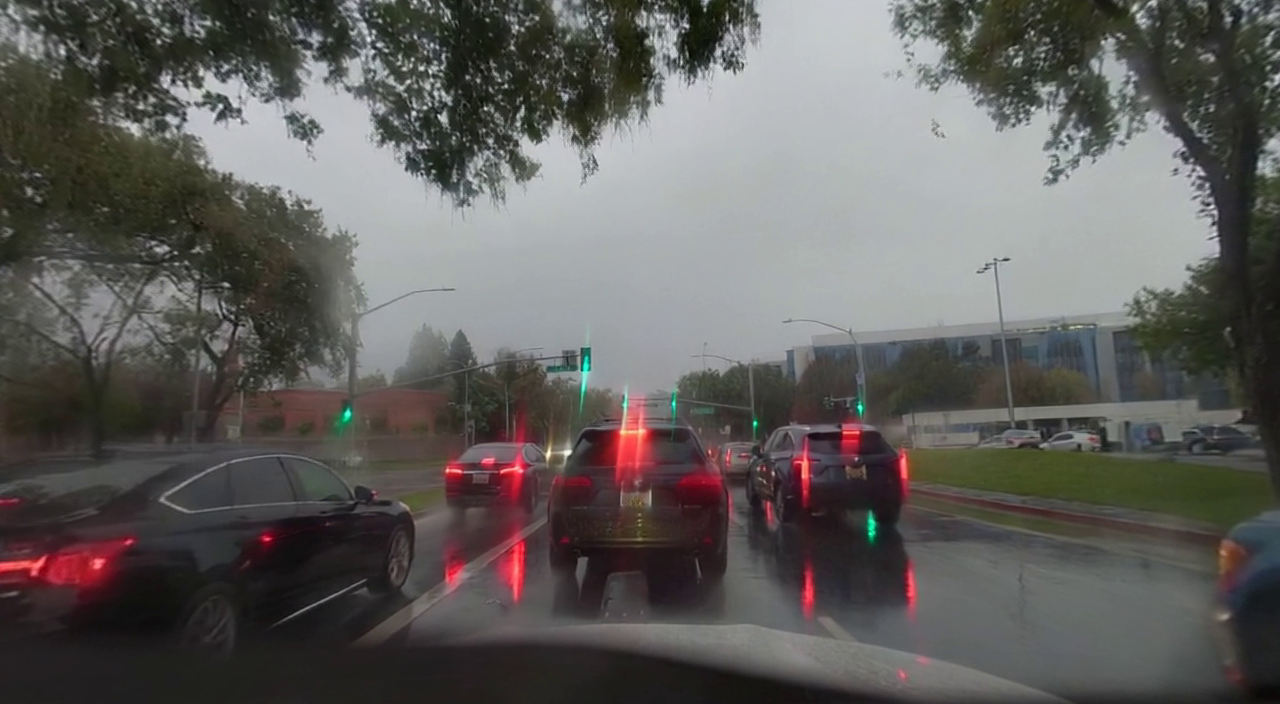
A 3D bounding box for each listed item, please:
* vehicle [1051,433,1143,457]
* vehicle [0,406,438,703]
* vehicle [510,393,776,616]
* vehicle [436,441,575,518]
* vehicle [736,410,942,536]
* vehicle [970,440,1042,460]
[{"bbox_3d":[32.781,6.698,45.348,4.869,1.622,2.230,0,-8,1],"label":"vehicle"},{"bbox_3d":[-3.127,1.263,4.439,1.909,1.476,4.751,0,-8,-1],"label":"vehicle"},{"bbox_3d":[0.031,1.505,7.055,2.113,1.768,3.901,0,-8,0],"label":"vehicle"},{"bbox_3d":[-2.819,2.781,14.420,2.072,1.450,4.612,0,-8,1],"label":"vehicle"},{"bbox_3d":[3.444,2.247,12.374,2.408,1.908,5.355,0,-8,1],"label":"vehicle"},{"bbox_3d":[26.435,7.075,45.633,4.180,1.376,1.583,0,-8,2],"label":"vehicle"}]
